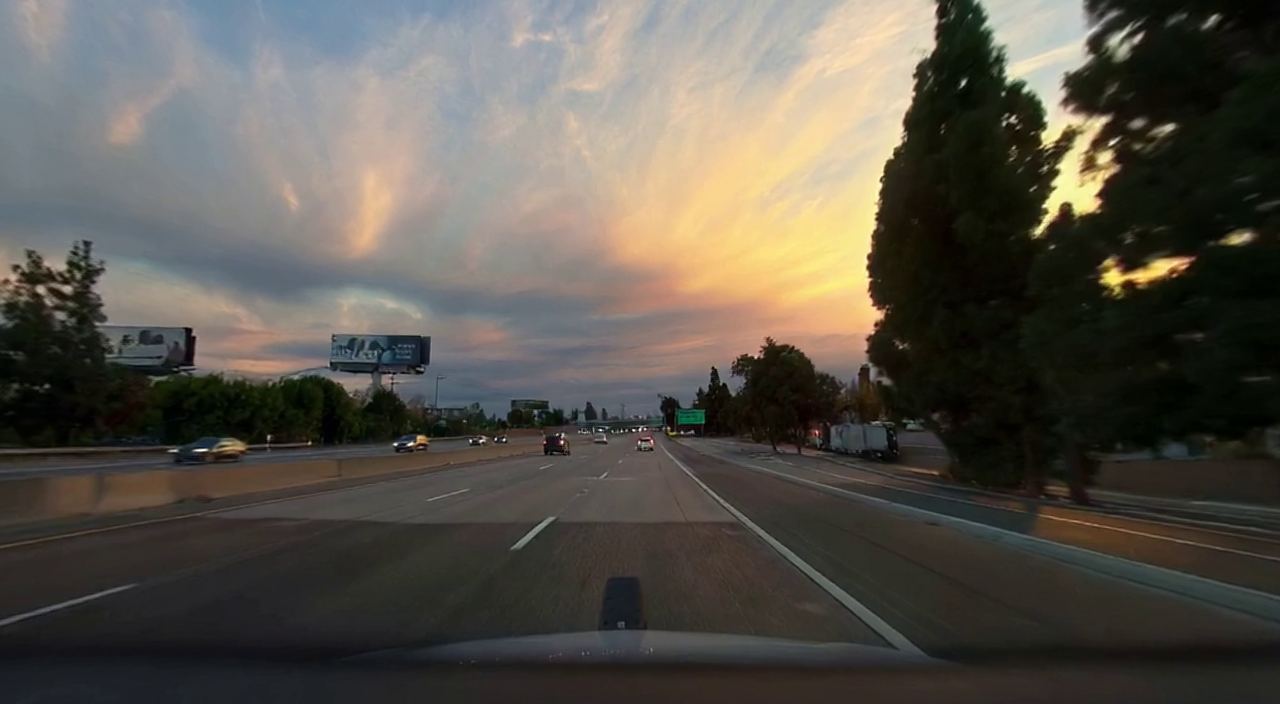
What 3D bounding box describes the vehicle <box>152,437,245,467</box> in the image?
[{"bbox_3d":[-22.146,5.016,31.817,1.860,1.421,3.805,0,-8,1],"label":"vehicle"}]
